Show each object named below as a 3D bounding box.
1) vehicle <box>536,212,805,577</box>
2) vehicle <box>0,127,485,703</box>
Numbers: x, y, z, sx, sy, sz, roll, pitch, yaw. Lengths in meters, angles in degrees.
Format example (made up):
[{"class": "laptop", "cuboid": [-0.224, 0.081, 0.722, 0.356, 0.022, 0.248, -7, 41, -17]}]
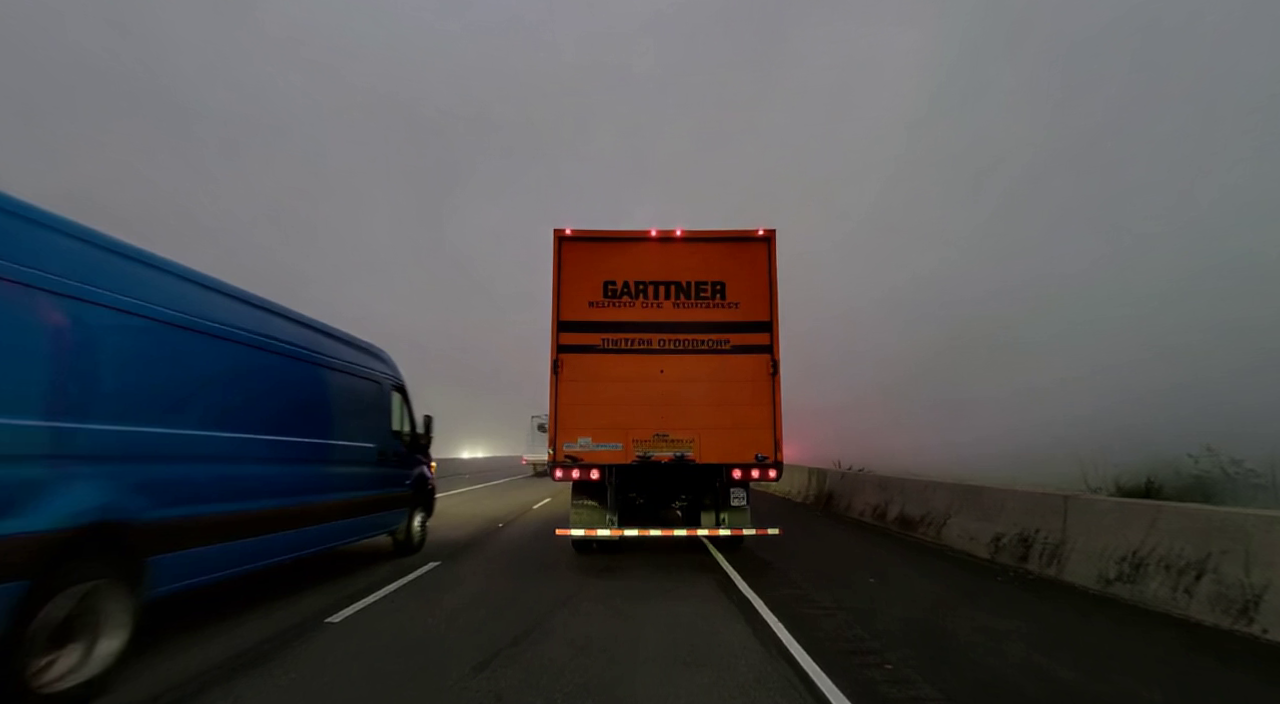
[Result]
[{"class": "vehicle", "cuboid": [0.471, 1.214, 12.232, 2.853, 4.054, 10.557, 0, -9, 2]}, {"class": "vehicle", "cuboid": [-4.415, 1.024, 6.855, 2.790, 2.893, 10.715, 0, -9, 0]}]
